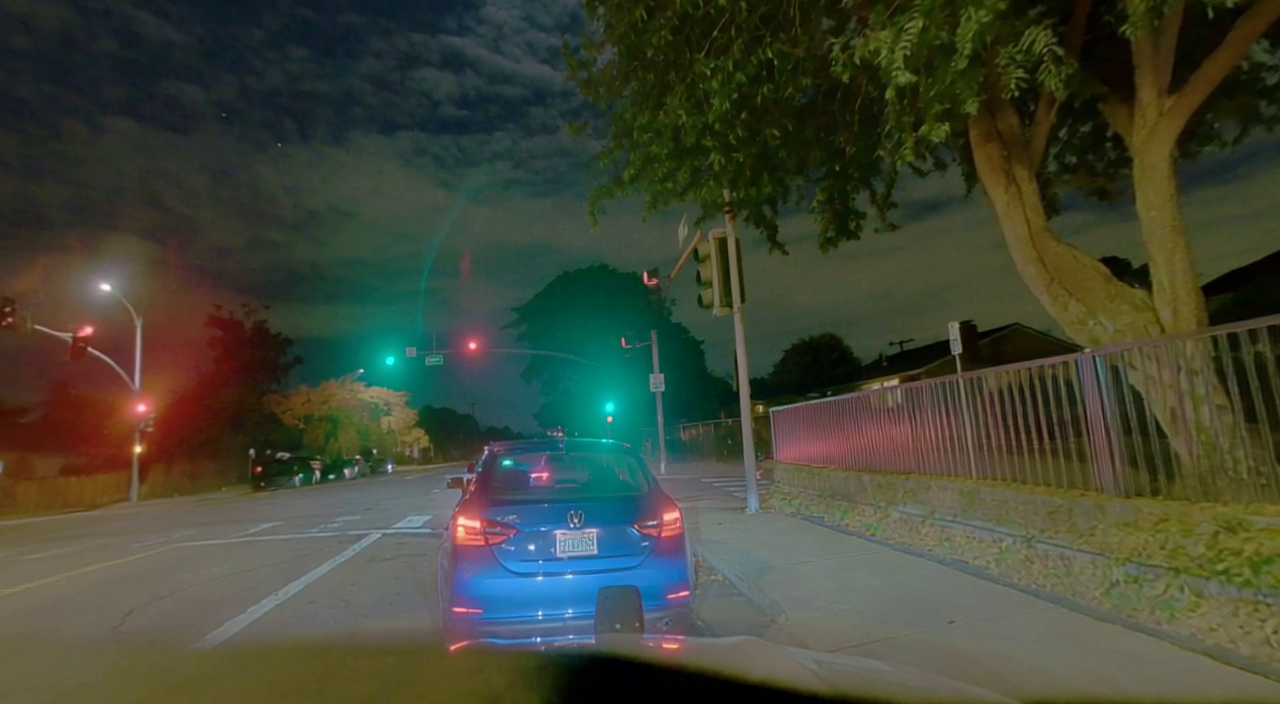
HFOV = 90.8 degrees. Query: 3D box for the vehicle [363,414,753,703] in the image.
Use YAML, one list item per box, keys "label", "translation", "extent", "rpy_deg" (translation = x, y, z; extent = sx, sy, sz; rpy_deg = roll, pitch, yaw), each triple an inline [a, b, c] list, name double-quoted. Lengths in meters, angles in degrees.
- label: "vehicle"
  translation: [-0.680, 1.362, 5.216]
  extent: [2.024, 1.502, 3.702]
  rpy_deg: [1, -9, -9]
